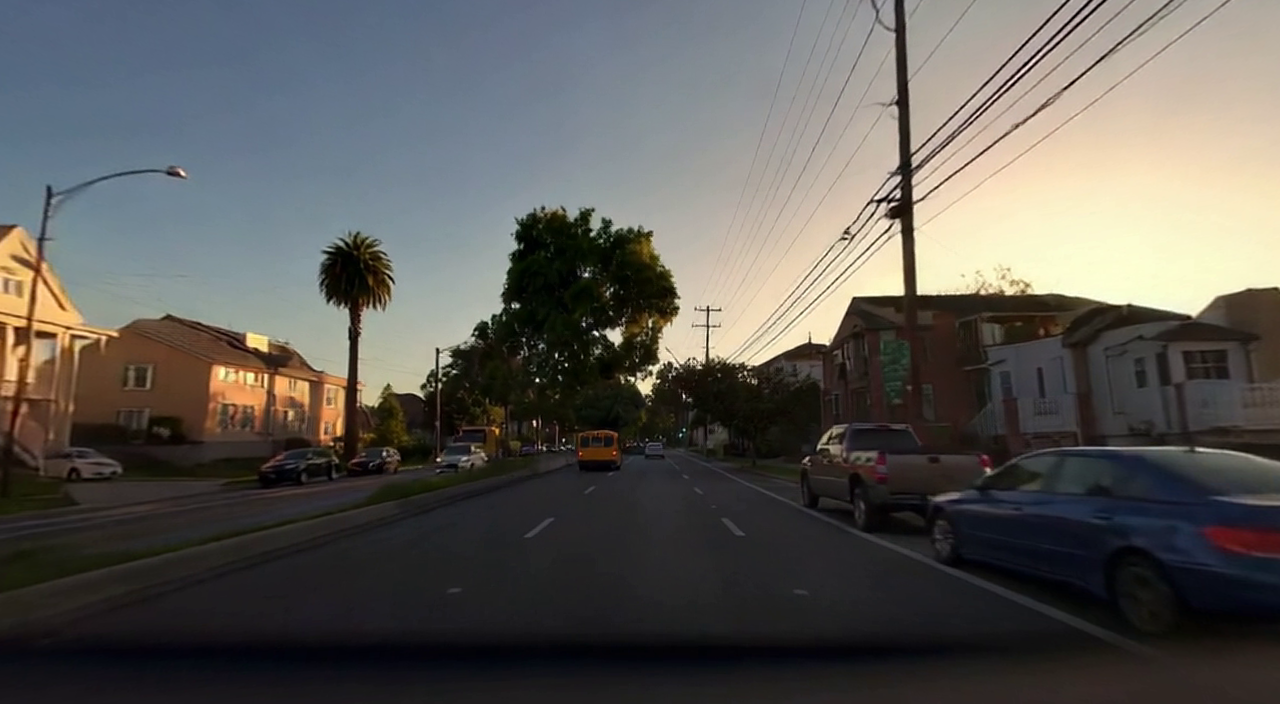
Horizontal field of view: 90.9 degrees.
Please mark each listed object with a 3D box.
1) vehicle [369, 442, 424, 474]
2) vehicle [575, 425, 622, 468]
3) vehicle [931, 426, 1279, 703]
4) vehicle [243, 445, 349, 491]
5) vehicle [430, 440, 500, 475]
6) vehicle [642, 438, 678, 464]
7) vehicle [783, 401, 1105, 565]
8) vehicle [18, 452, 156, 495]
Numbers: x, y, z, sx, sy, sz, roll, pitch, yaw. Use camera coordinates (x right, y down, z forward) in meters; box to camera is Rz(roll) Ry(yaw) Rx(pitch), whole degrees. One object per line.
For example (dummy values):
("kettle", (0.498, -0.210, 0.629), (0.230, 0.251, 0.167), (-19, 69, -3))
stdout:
("vehicle", (-15.379, 6.690, 40.039), (1.888, 1.766, 4.127), (-5, -8, -1))
("vehicle", (-2.084, 4.909, 32.792), (2.168, 2.040, 4.527), (0, -8, 0))
("vehicle", (4.138, 1.298, 4.469), (1.838, 1.458, 4.750), (0, -8, -1))
("vehicle", (-15.373, 5.153, 28.513), (1.993, 1.639, 5.065), (-7, -8, -1))
("vehicle", (-8.530, 5.154, 31.165), (2.096, 1.552, 4.714), (0, -8, 0))
("vehicle", (1.206, 6.025, 38.573), (2.063, 1.495, 3.849), (0, -8, 1))
("vehicle", (4.039, 1.859, 9.812), (2.259, 1.825, 5.285), (0, -8, -1))
("vehicle", (-20.651, 4.527, 23.633), (3.558, 1.480, 1.670), (0, -8, 0))
